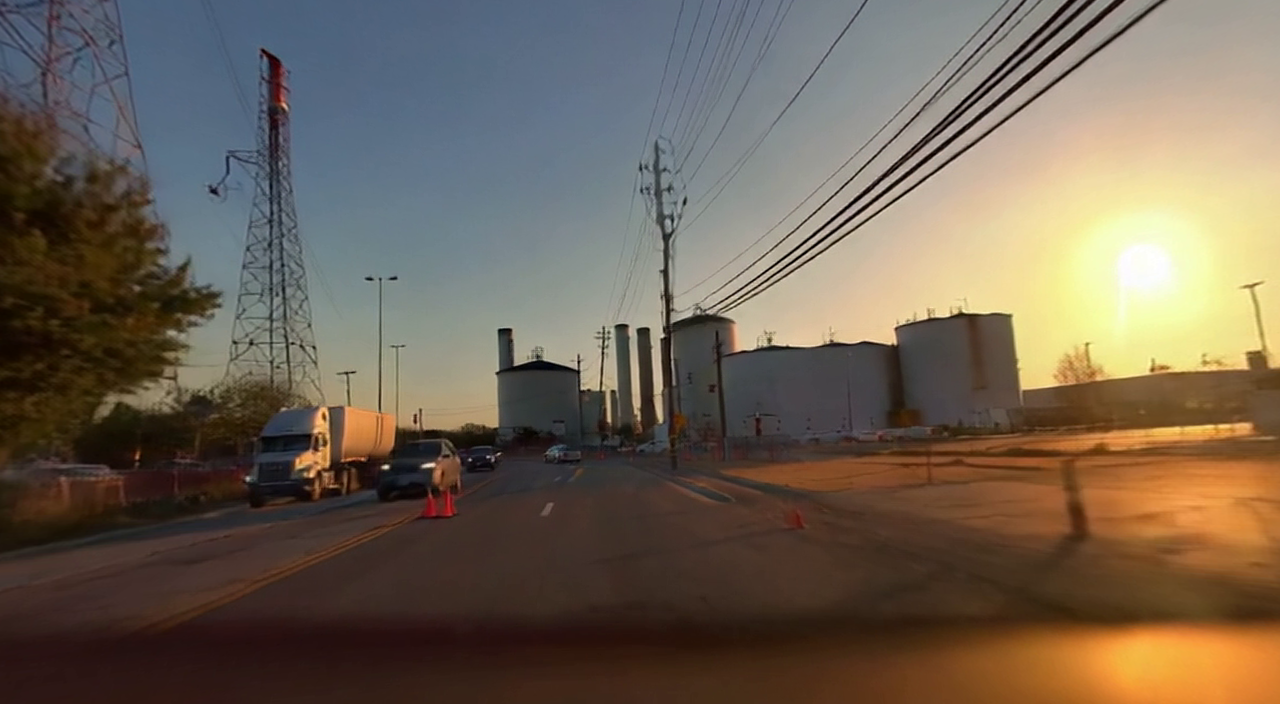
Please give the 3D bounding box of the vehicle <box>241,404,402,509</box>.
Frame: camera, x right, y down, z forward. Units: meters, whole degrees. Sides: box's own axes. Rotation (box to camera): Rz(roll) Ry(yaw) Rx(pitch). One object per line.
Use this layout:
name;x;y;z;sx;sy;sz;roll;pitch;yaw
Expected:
vehicle;-11.087;3.740;23.030;2.905;3.133;7.675;1;-9;-9

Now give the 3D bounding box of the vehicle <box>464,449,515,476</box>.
vehicle;-8.913;6.575;37.894;2.117;1.484;4.544;0;-9;-3

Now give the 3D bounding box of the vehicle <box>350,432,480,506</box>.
vehicle;-6.299;3.337;18.497;2.282;1.809;5.297;0;-9;-5
